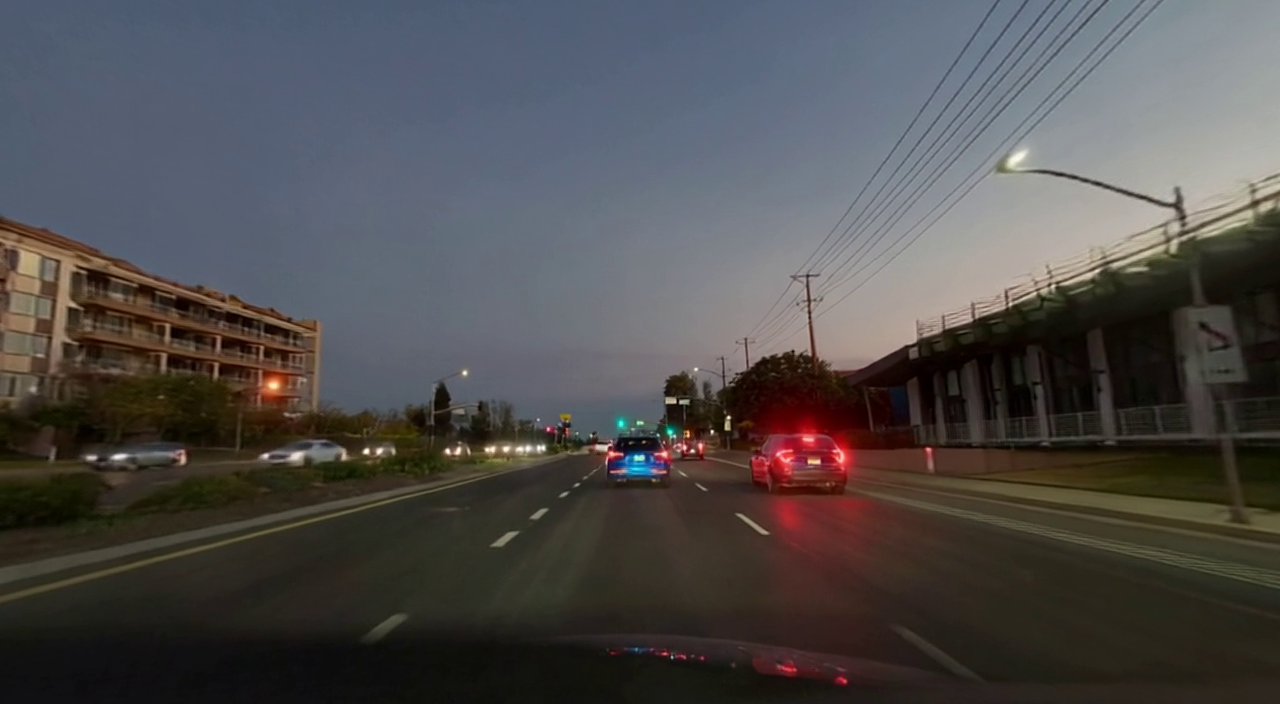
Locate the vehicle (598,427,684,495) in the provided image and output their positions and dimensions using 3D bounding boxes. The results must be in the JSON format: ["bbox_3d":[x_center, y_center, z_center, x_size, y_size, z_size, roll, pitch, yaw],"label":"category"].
[{"bbox_3d":[-0.015,2.900,17.153,2.073,1.606,3.933,0,-8,-1],"label":"vehicle"}]

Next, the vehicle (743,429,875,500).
[{"bbox_3d":[4.069,2.782,16.075,2.086,1.534,4.351,0,-8,-1],"label":"vehicle"}]

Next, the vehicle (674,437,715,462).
[{"bbox_3d":[3.368,6.157,39.924,2.054,1.461,4.321,0,-8,-2],"label":"vehicle"}]

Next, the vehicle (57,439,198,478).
[{"bbox_3d":[-21.610,4.483,26.947,2.026,1.496,4.680,0,-8,1],"label":"vehicle"}]

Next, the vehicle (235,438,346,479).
[{"bbox_3d":[-13.837,4.210,25.375,2.031,1.490,4.284,0,-8,0],"label":"vehicle"}]
